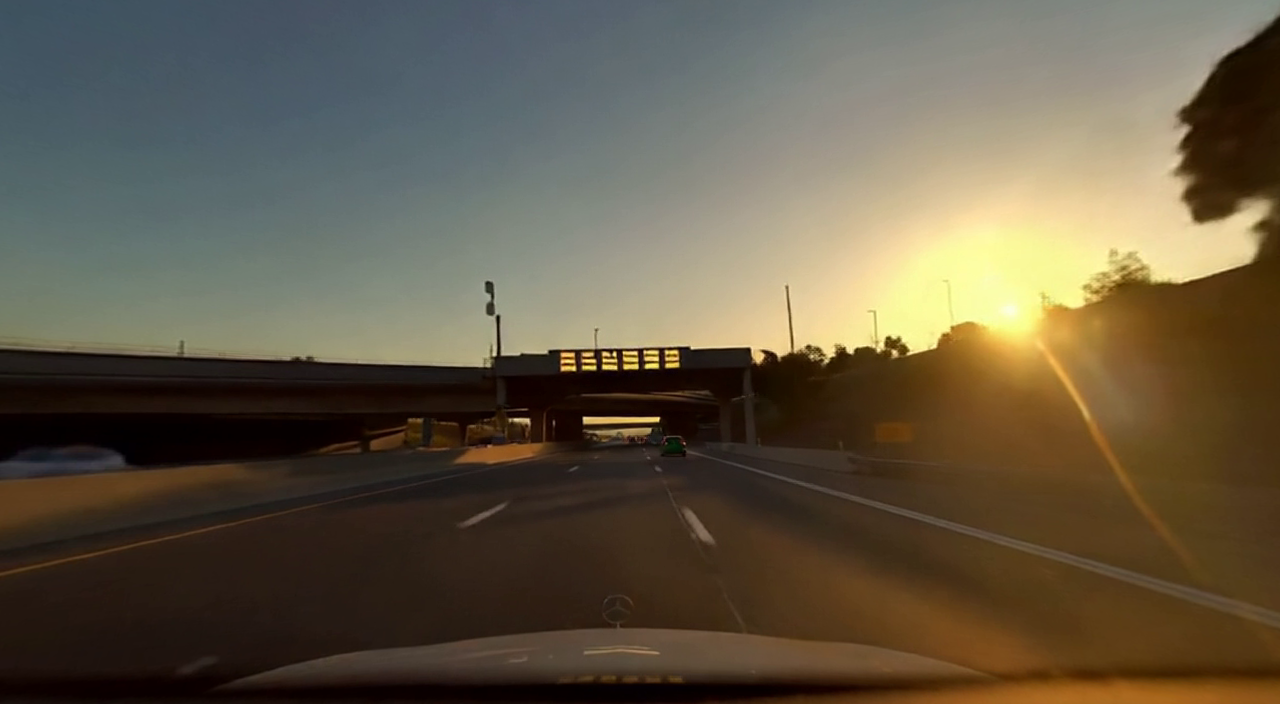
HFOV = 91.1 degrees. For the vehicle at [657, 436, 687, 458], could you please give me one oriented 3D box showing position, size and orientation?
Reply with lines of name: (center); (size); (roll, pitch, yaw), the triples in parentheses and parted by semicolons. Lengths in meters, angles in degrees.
vehicle: (2.283, 6.845, 45.454); (1.946, 1.481, 3.969); (0, -8, 0)
